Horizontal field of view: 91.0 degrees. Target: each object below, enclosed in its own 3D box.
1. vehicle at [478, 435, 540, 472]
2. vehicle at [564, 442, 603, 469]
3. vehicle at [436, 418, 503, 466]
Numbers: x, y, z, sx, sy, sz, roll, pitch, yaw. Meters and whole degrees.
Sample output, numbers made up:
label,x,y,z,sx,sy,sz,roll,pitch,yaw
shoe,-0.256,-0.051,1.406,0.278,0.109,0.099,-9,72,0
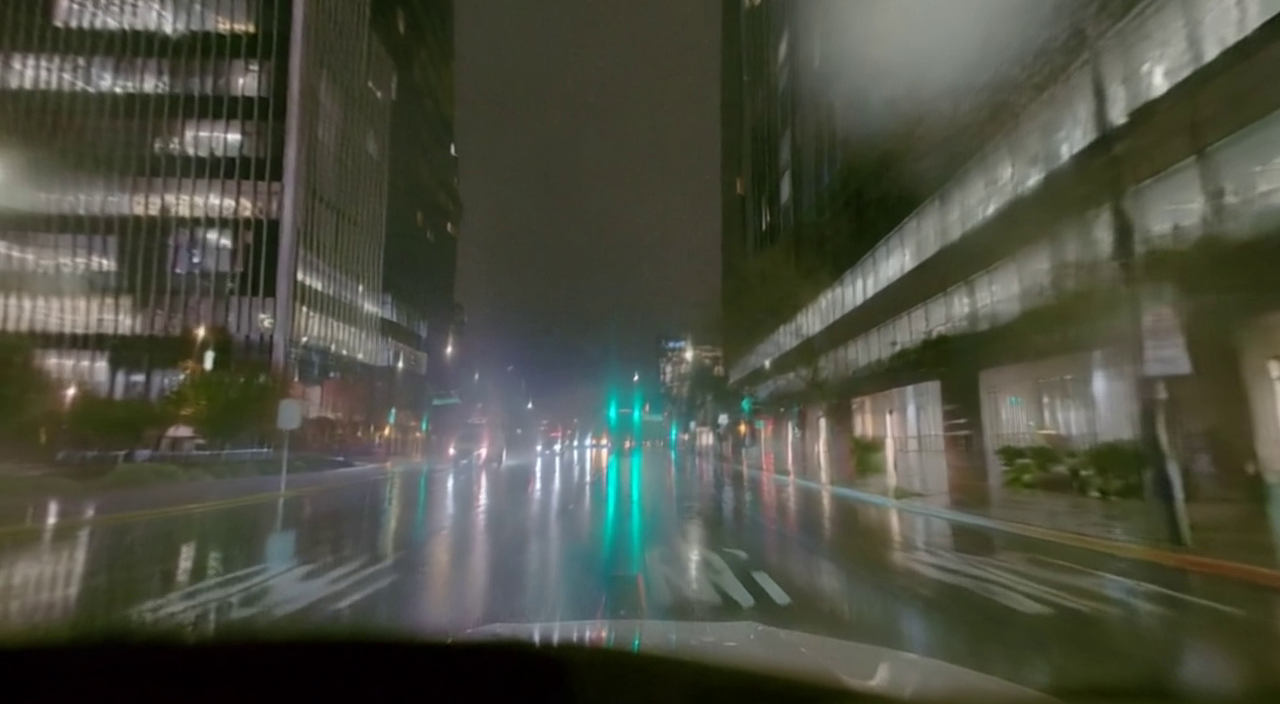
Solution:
label,x,y,z,sx,sy,sz,roll,pitch,yaw
vehicle,-7.139,5.622,34.934,2.204,1.844,4.766,0,-9,2
vehicle,-3.737,6.962,42.649,2.181,1.706,4.334,0,-9,1
vehicle,-12.853,6.914,48.181,2.887,3.366,7.454,0,-9,1
